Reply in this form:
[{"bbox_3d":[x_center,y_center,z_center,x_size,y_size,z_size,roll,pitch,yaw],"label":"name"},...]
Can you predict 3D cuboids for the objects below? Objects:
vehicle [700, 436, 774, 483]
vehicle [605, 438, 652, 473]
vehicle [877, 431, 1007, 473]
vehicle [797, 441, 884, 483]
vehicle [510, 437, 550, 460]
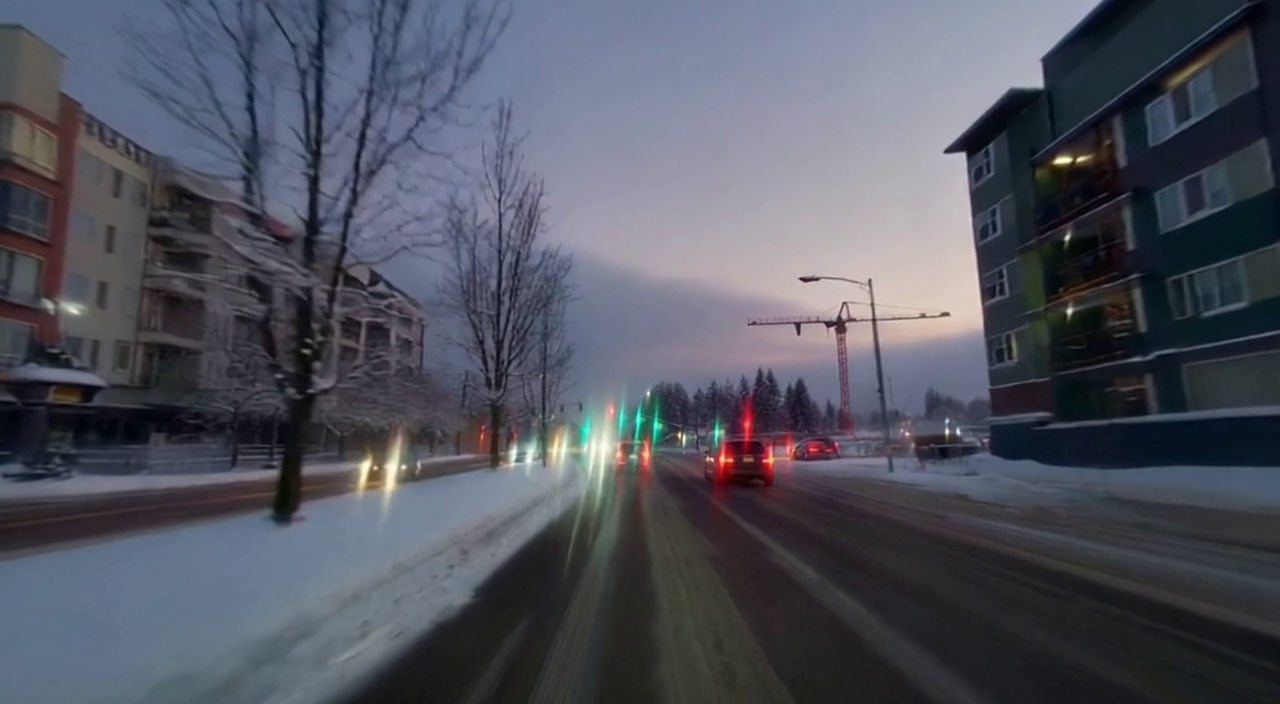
[{"bbox_3d":[3.312,3.735,22.282,1.910,1.474,4.003,0,-8,-1],"label":"vehicle"},{"bbox_3d":[-0.492,4.641,28.629,2.006,1.487,3.535,0,-8,0],"label":"vehicle"},{"bbox_3d":[13.045,4.337,27.547,4.622,1.761,1.986,0,-8,0],"label":"vehicle"},{"bbox_3d":[7.568,4.154,24.362,1.883,1.452,4.598,0,-8,0],"label":"vehicle"},{"bbox_3d":[-8.140,7.172,47.155,2.072,1.623,4.564,0,-8,1],"label":"vehicle"}]
